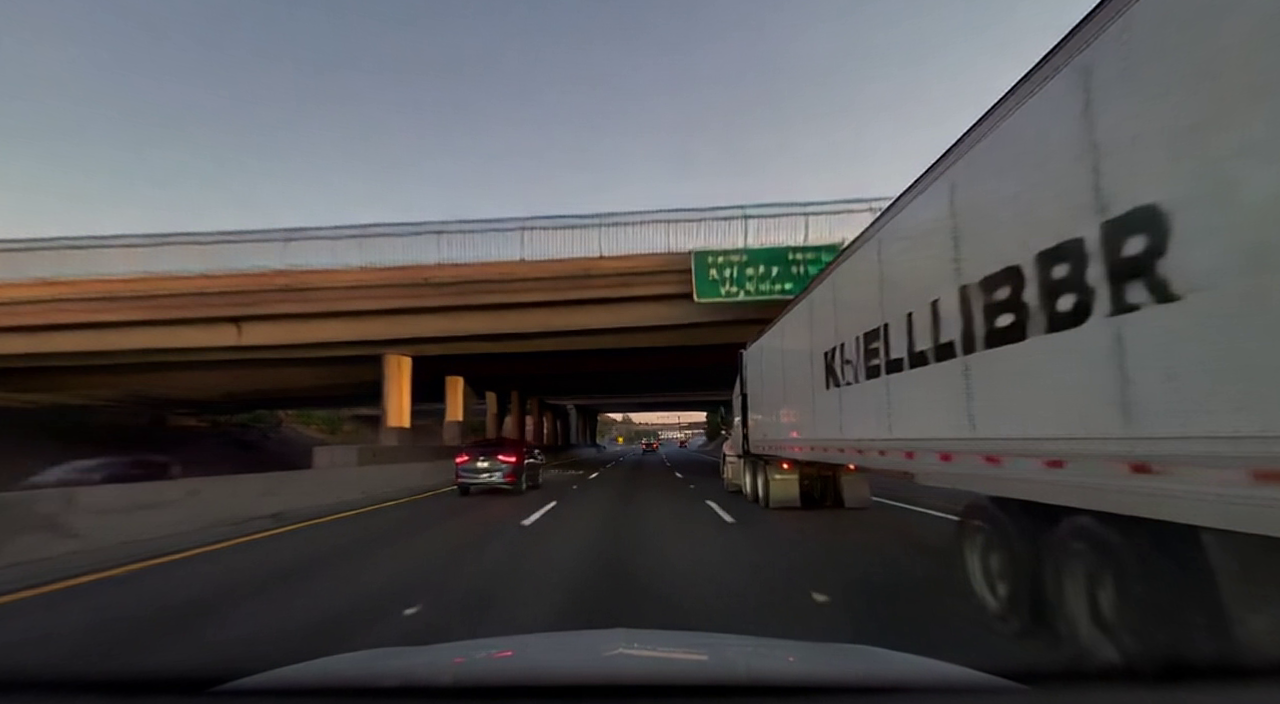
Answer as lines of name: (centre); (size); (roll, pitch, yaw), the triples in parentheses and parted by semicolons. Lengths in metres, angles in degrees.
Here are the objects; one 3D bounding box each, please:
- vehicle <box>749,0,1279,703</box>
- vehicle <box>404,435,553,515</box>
vehicle: (3.839, 0.415, 6.037); (3.306, 3.531, 11.717); (0, -8, -1)
vehicle: (-3.503, 2.740, 14.724); (2.276, 1.551, 4.484); (0, -8, 0)
